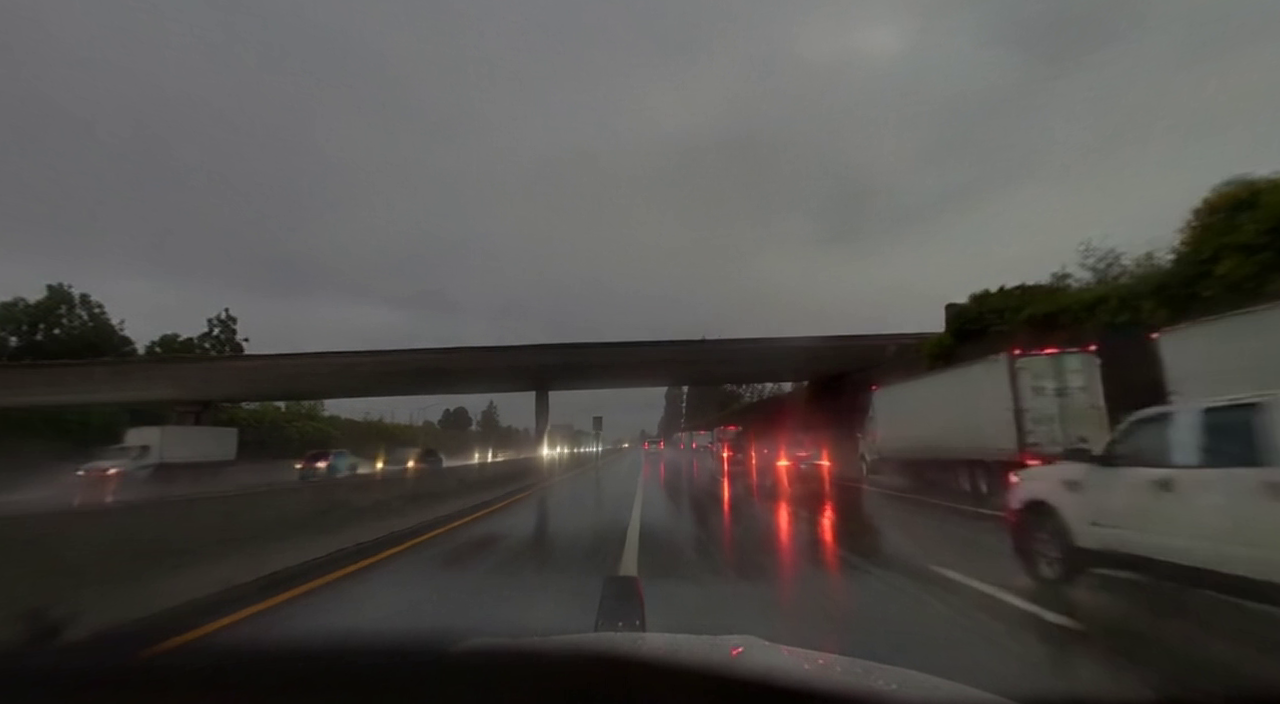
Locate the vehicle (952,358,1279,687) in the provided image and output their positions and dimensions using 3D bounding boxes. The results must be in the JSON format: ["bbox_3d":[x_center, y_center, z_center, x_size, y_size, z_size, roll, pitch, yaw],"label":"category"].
[{"bbox_3d":[4.620,1.095,4.511,2.201,1.804,4.801,0,-8,-1],"label":"vehicle"}]

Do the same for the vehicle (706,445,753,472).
[{"bbox_3d":[5.001,6.015,35.949,1.987,1.448,4.356,0,-8,-1],"label":"vehicle"}]

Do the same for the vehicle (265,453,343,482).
[{"bbox_3d":[-19.034,6.536,36.047,1.885,1.493,4.670,0,-8,0],"label":"vehicle"}]

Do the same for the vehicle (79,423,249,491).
[{"bbox_3d":[-31.426,7.015,42.758,2.995,3.941,11.403,0,-8,-2],"label":"vehicle"}]

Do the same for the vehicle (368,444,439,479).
[{"bbox_3d":[-11.871,5.502,32.073,1.926,1.610,4.351,0,-8,0],"label":"vehicle"}]

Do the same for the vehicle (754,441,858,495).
[{"bbox_3d":[5.116,3.629,20.305,1.959,1.483,5.135,0,-8,0],"label":"vehicle"}]
